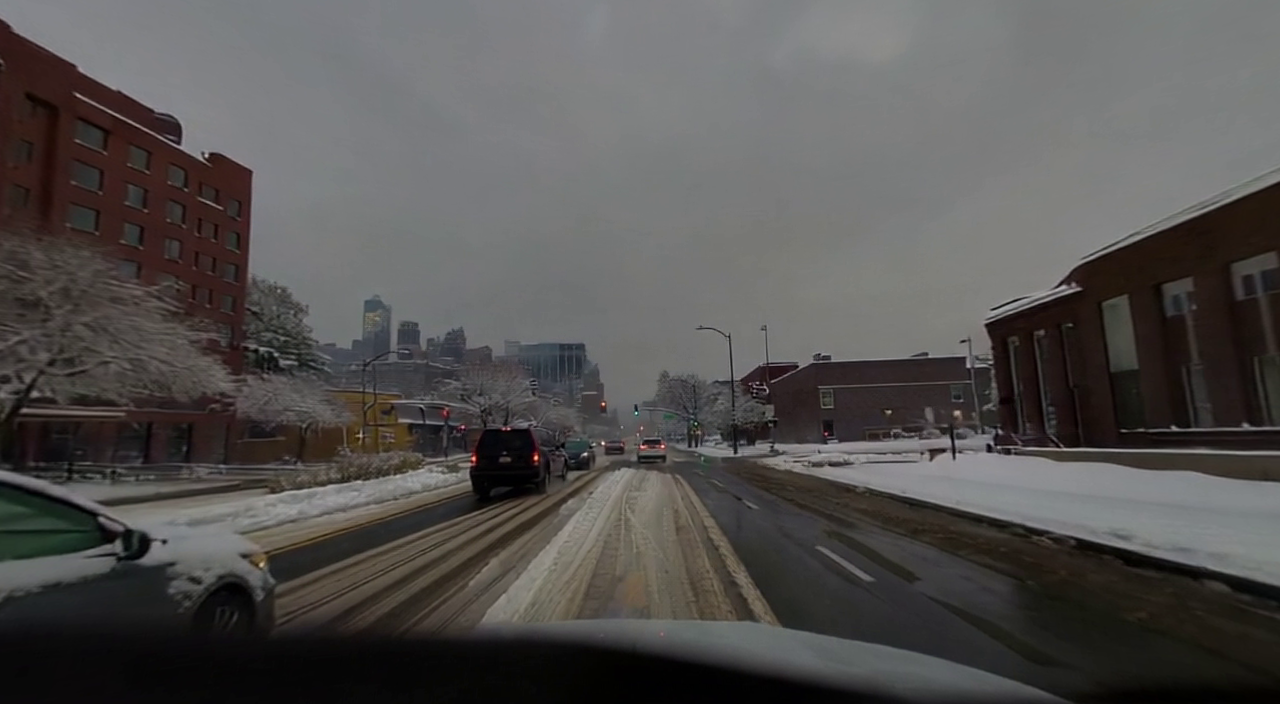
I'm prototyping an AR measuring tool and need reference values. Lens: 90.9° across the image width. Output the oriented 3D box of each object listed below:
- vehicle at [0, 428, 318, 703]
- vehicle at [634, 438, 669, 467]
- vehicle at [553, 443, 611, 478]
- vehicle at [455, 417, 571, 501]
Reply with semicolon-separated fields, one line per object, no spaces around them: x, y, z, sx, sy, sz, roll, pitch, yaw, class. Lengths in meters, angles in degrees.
-2.856;0.880;1.475;1.959;1.406;4.272;0;-9;0;vehicle
0.760;6.672;41.938;2.194;1.779;3.996;0;-9;0;vehicle
-2.588;4.973;29.236;2.246;1.481;4.146;0;-9;0;vehicle
-3.305;2.912;17.429;2.152;1.987;4.527;0;-9;1;vehicle
